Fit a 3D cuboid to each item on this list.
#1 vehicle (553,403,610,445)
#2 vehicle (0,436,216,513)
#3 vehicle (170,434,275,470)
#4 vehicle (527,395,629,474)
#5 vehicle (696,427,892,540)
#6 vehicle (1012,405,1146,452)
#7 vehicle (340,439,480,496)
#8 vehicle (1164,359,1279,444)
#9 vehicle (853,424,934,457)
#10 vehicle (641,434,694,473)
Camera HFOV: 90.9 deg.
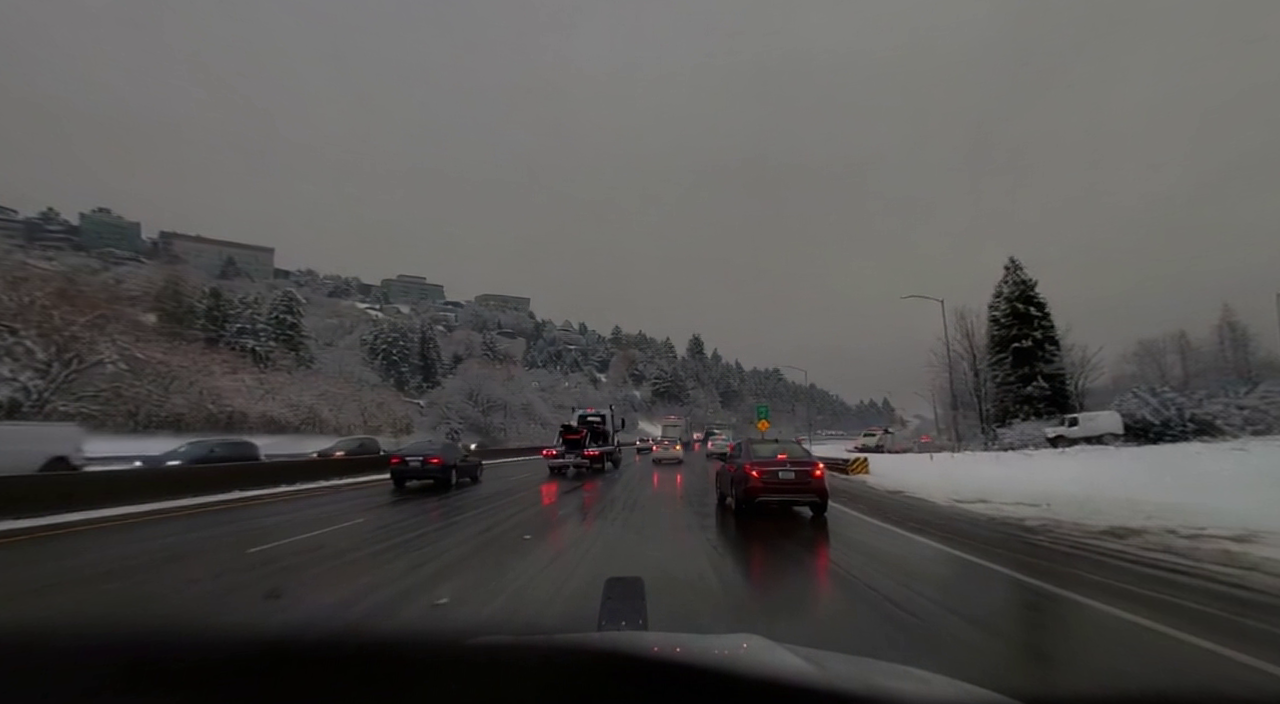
[{"bbox_3d":[-2.483,3.246,27.826,1.893,1.674,4.766,0,-8,2],"label":"vehicle"},{"bbox_3d":[-12.572,2.852,15.195,1.869,1.603,3.861,0,-8,3],"label":"vehicle"},{"bbox_3d":[-22.643,5.451,34.499,2.029,1.808,4.953,-1,-8,4],"label":"vehicle"},{"bbox_3d":[-2.424,3.879,29.119,3.162,2.955,10.282,0,-8,3],"label":"vehicle"},{"bbox_3d":[2.245,2.072,10.598,2.040,1.481,4.260,0,-8,-3],"label":"vehicle"},{"bbox_3d":[16.809,3.003,24.449,2.034,1.647,4.188,0,-8,-3],"label":"vehicle"},{"bbox_3d":[-6.317,3.218,18.089,1.964,1.395,4.948,0,-8,3],"label":"vehicle"},{"bbox_3d":[13.289,0.999,12.470,1.979,1.616,4.268,1,-8,-4],"label":"vehicle"},{"bbox_3d":[11.989,4.218,30.116,1.930,1.454,4.126,1,-8,-4],"label":"vehicle"},{"bbox_3d":[1.171,4.262,26.673,2.079,1.499,3.915,0,-8,3],"label":"vehicle"}]
